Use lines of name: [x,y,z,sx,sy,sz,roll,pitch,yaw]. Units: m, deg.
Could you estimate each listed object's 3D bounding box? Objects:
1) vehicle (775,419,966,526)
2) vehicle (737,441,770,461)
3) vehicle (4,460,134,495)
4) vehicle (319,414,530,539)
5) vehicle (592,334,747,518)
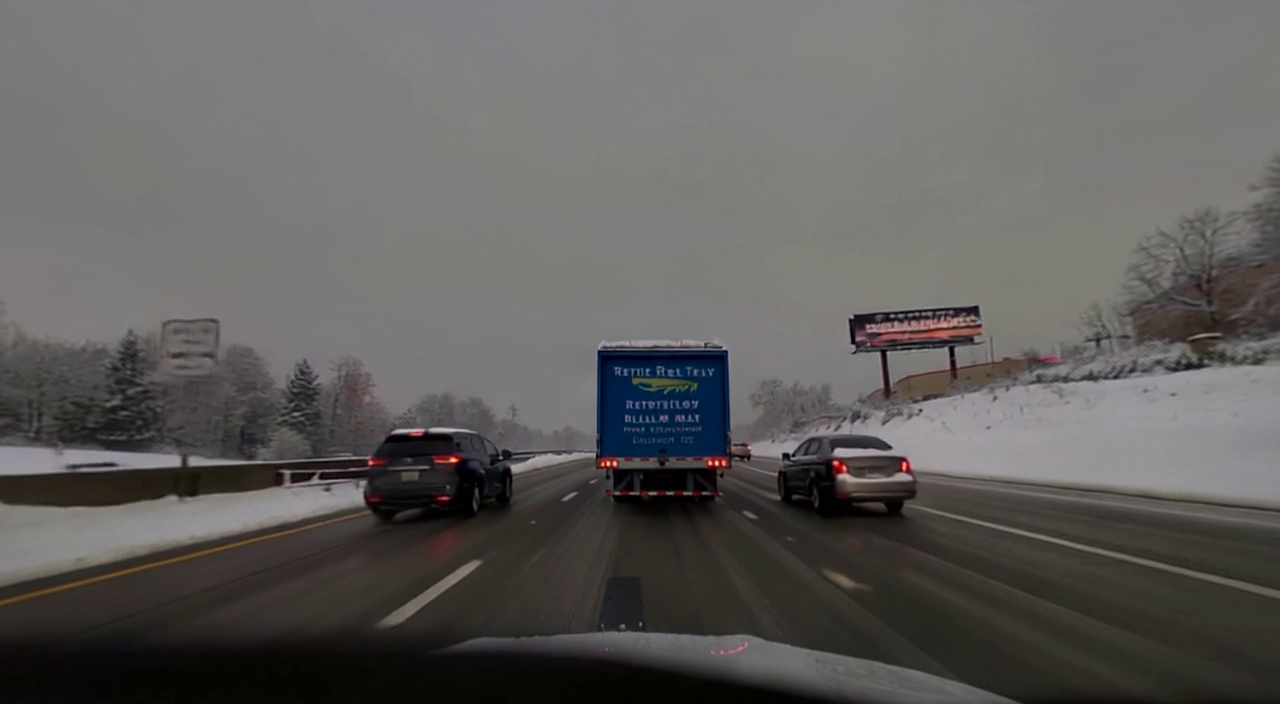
vehicle: [4.146,2.246,12.291,2.066,1.692,4.339,0,-8,0]
vehicle: [8.709,7.625,48.642,1.931,1.495,3.889,-1,-8,2]
vehicle: [-29.231,6.407,32.504,1.861,1.551,4.728,-2,-8,9]
vehicle: [-3.451,2.092,11.230,2.030,1.757,4.509,-1,-8,2]
vehicle: [0.652,1.924,15.628,2.733,3.296,8.571,-1,-8,2]
